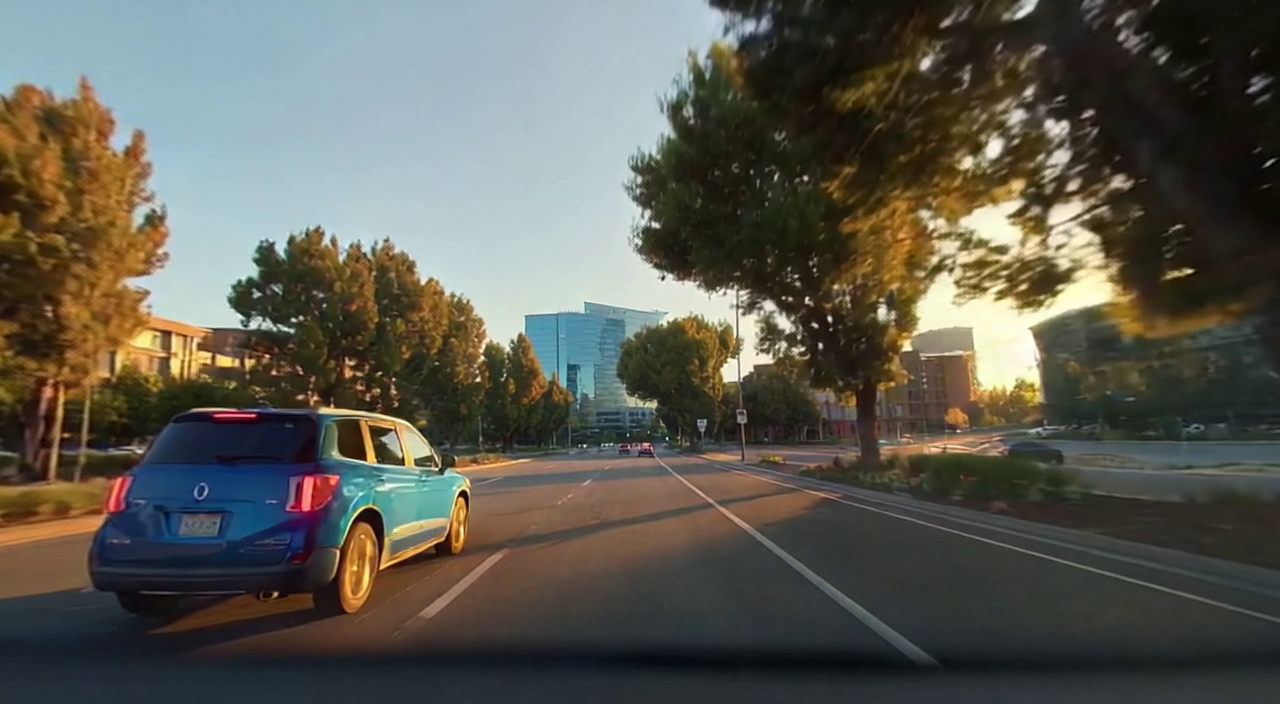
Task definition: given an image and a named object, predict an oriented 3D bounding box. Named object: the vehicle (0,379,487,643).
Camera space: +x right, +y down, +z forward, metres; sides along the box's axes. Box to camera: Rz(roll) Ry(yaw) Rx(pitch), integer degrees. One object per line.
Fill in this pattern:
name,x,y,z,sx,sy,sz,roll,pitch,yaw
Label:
vehicle,-3.162,1.366,6.422,2.033,1.713,4.503,0,-8,0
